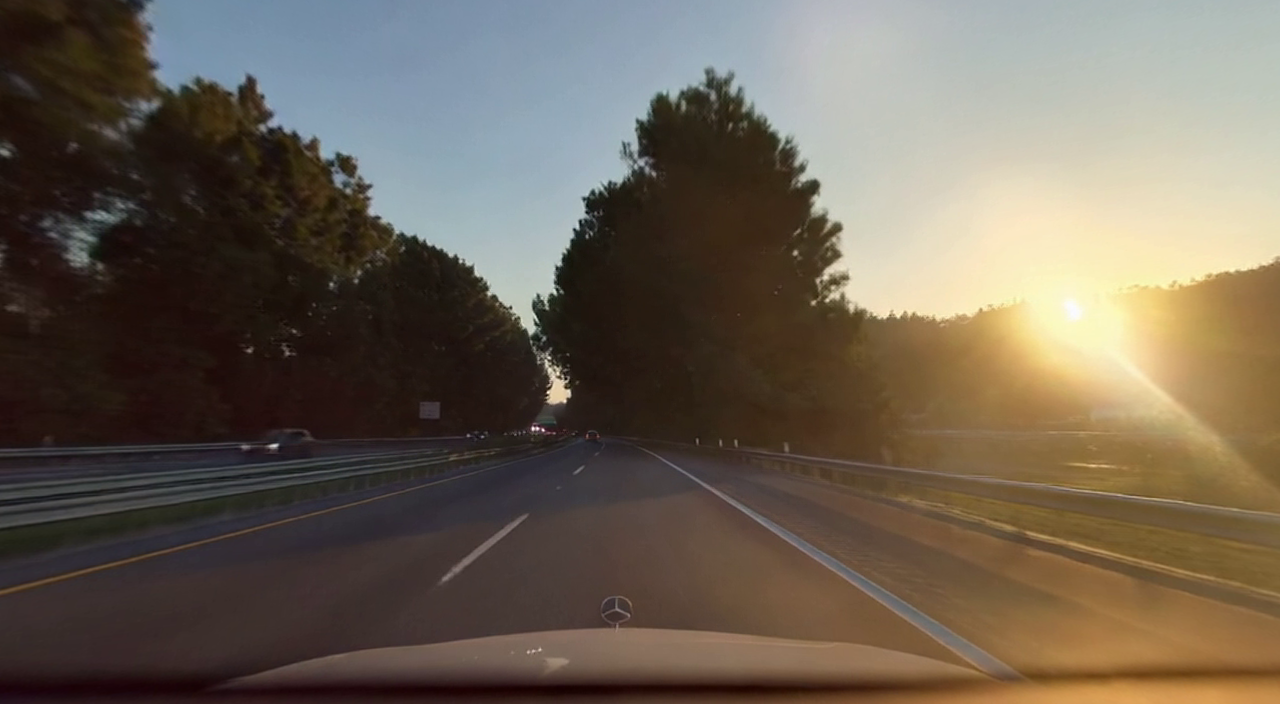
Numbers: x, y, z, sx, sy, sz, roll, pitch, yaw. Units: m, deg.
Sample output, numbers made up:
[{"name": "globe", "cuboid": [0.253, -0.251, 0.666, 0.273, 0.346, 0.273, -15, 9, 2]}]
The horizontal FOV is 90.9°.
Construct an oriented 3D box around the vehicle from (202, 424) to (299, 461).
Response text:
[{"name": "vehicle", "cuboid": [-17.875, 4.184, 29.183, 1.875, 1.555, 4.233, 0, -8, -1]}]
